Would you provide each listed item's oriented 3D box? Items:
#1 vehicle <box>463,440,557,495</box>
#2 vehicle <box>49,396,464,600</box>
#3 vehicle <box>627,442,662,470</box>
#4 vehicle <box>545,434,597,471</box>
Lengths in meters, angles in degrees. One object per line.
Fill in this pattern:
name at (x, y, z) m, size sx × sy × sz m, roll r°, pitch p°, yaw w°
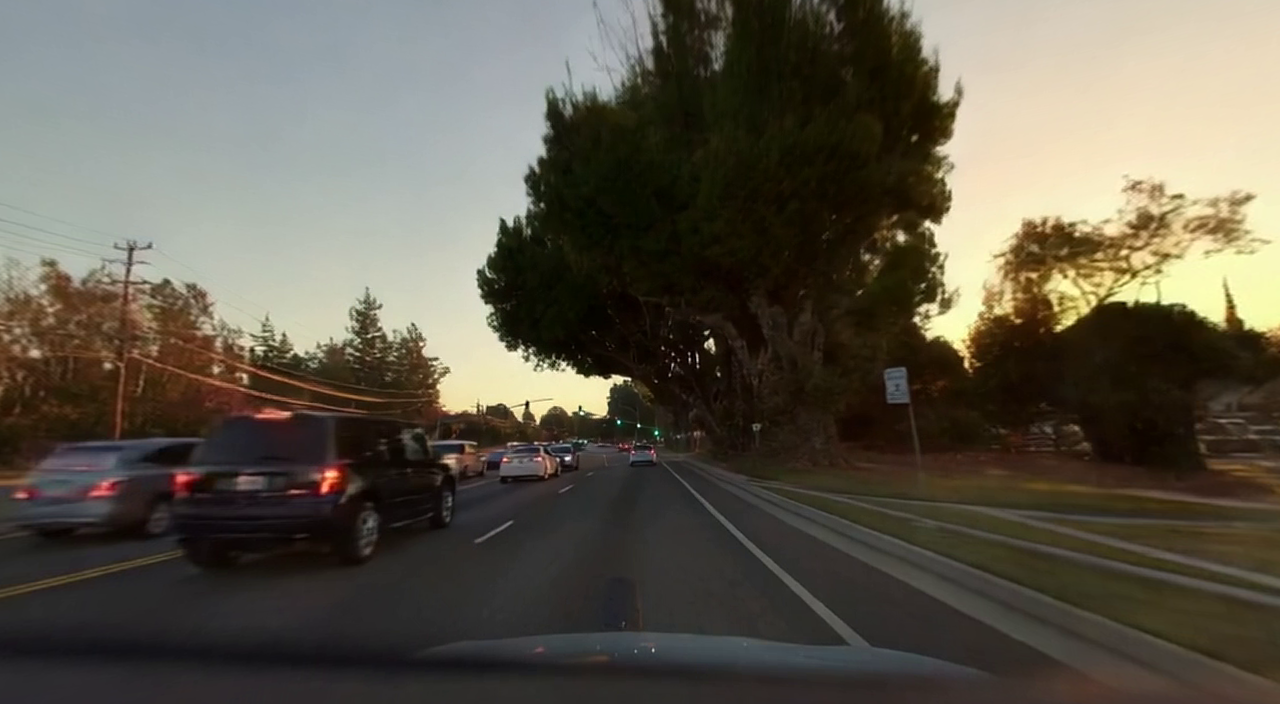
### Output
vehicle at (-3.849, 3.490, 19.525) m, size 1.952 × 1.471 × 4.334 m, roll -1°, pitch -8°, yaw 1°
vehicle at (-4.025, 1.621, 7.988) m, size 2.130 × 1.749 × 4.904 m, roll 0°, pitch -8°, yaw 0°
vehicle at (0.250, 5.802, 35.322) m, size 1.875 × 1.453 × 3.888 m, roll 0°, pitch -8°, yaw 0°
vehicle at (-3.651, 5.420, 34.215) m, size 2.242 × 1.852 × 5.201 m, roll 0°, pitch -8°, yaw 0°
